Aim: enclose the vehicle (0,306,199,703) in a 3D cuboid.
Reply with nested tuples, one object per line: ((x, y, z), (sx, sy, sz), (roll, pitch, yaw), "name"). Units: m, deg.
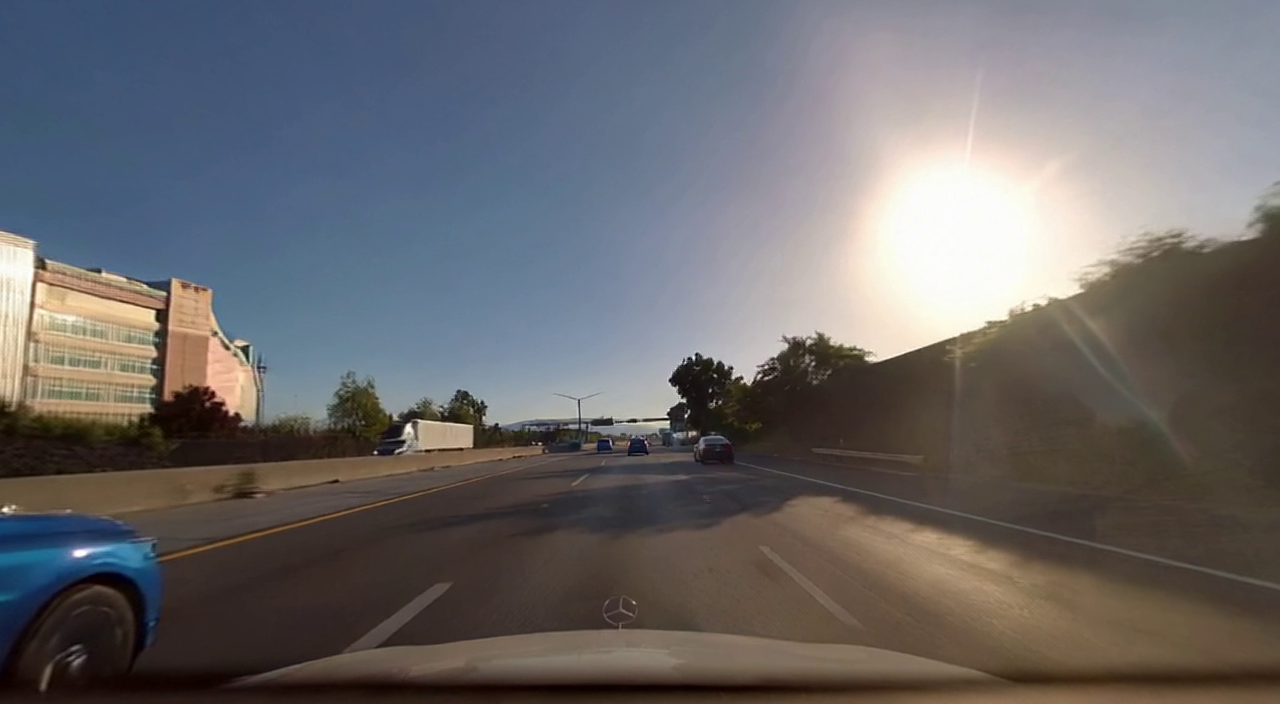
((-3.563, 0.533, 0.941), (2.272, 1.795, 4.832), (0, -8, 0), "vehicle")

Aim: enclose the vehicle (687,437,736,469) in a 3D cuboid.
((3.620, 5.147, 32.332), (1.992, 1.532, 3.996), (0, -8, -1), "vehicle")

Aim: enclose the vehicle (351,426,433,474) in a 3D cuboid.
((-16.566, 6.572, 42.567), (2.757, 2.799, 6.953), (-3, -8, 0), "vehicle")
